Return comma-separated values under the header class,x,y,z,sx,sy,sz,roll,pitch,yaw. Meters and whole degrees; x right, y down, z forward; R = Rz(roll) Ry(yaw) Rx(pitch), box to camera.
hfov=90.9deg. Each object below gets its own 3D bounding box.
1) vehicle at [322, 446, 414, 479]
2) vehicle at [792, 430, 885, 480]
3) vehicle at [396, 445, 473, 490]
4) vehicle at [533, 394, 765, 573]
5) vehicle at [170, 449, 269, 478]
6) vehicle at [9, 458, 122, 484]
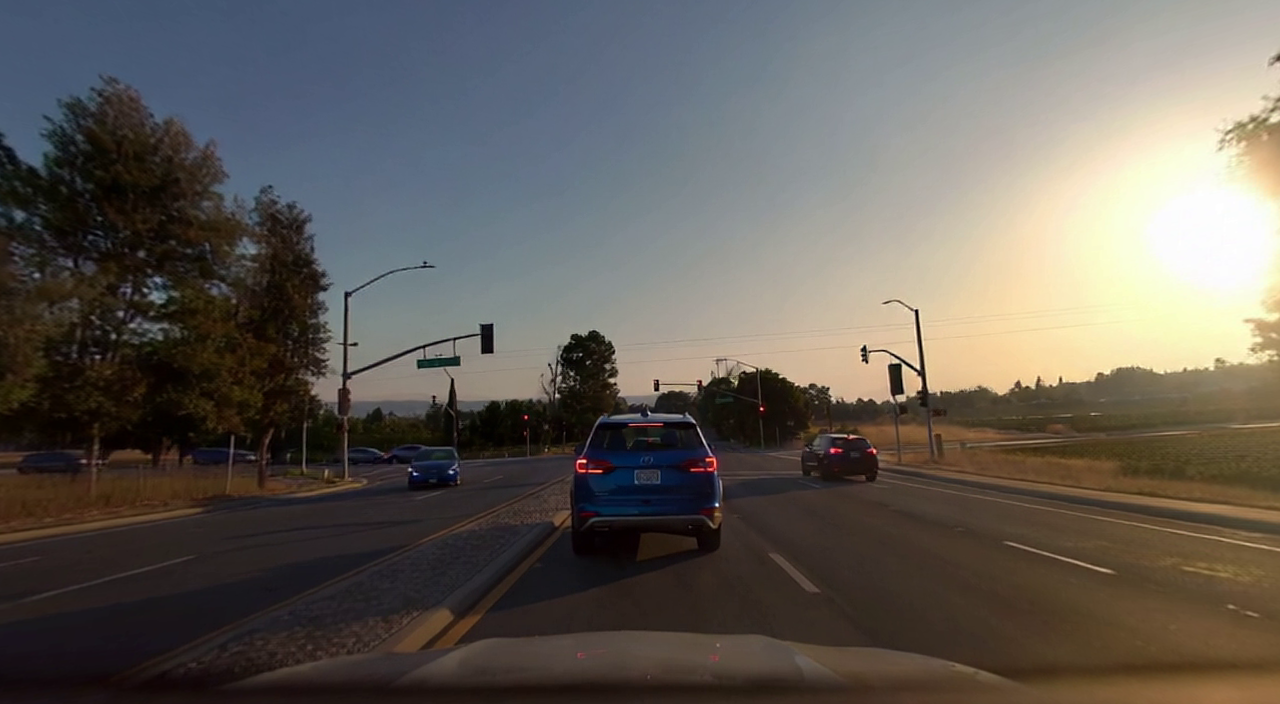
class,x,y,z,sx,sy,sz,roll,pitch,yaw
vehicle,-14.632,5.888,33.890,4.510,1.606,2.192,-5,-10,29
vehicle,7.162,3.770,23.280,2.012,1.636,4.352,0,-8,0
vehicle,-7.699,4.235,23.623,2.425,1.480,4.707,3,-9,-18
vehicle,0.081,1.615,8.425,2.298,1.770,4.138,0,-8,0
vehicle,-25.344,6.721,38.063,4.608,1.680,2.026,-1,-8,5
vehicle,-34.044,7.043,37.470,4.559,1.458,2.265,0,-8,1
